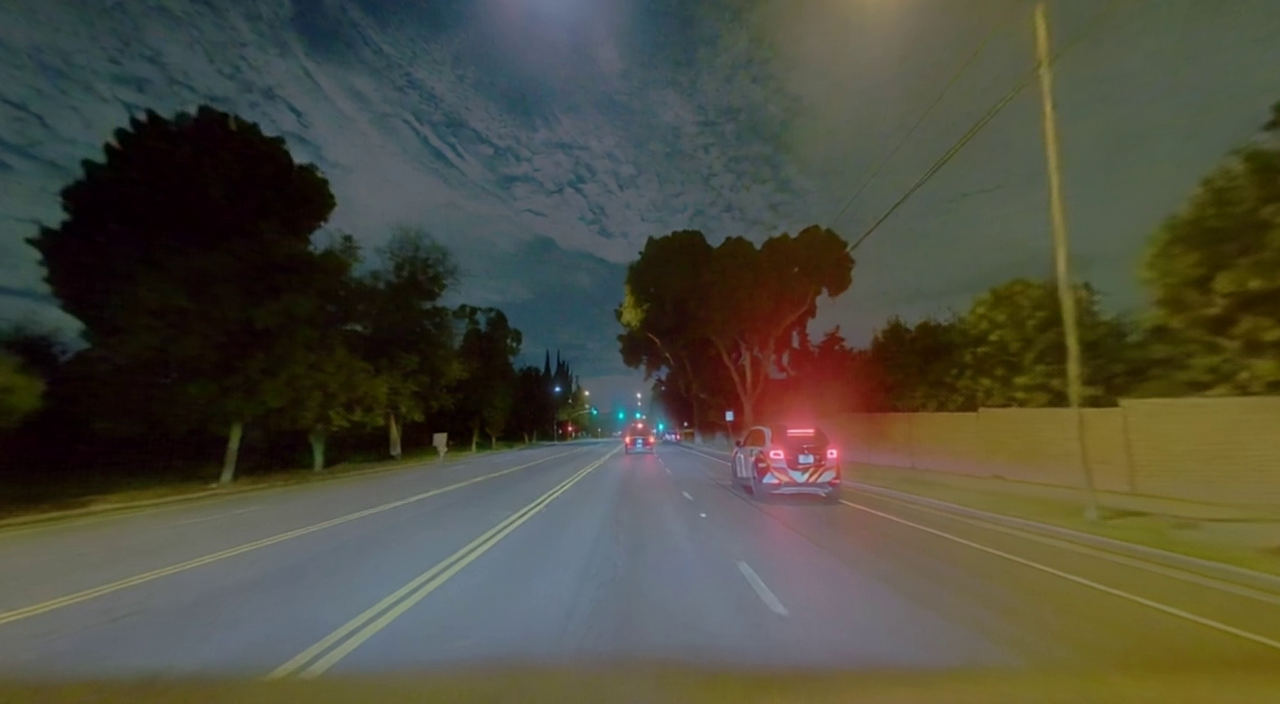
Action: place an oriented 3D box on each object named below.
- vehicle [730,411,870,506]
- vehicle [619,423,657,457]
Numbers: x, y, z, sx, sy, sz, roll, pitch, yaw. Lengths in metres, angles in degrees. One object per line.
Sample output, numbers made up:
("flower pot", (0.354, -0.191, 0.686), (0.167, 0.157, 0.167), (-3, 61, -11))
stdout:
("vehicle", (3.199, 2.228, 13.519), (1.840, 1.709, 4.202), (0, -8, -1))
("vehicle", (-0.131, 4.915, 35.114), (1.984, 1.777, 3.148), (0, -8, -1))
